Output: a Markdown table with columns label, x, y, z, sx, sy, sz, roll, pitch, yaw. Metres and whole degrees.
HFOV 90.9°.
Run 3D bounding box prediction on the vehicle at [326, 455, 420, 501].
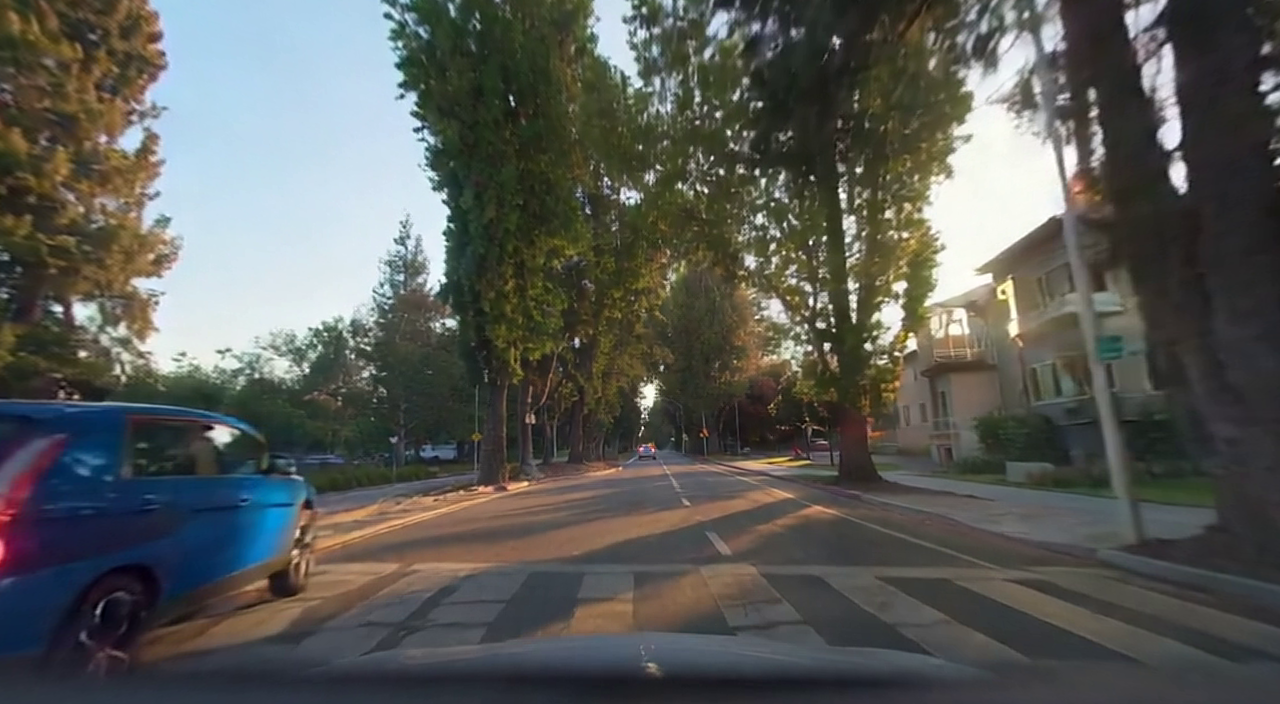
| label | x | y | z | sx | sy | sz | roll | pitch | yaw |
| --- | --- | --- | --- | --- | --- | --- | --- | --- | --- |
| vehicle | -10.698 | 5.047 | 25.625 | 1.813 | 1.578 | 4.332 | -1 | -8 | 2 |

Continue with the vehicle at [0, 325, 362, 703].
| label | x | y | z | sx | sy | sz | roll | pitch | yaw |
| --- | --- | --- | --- | --- | --- | --- | --- | --- | --- |
| vehicle | -3.628 | 0.983 | 3.466 | 2.251 | 1.800 | 4.959 | 0 | -9 | -4 |
